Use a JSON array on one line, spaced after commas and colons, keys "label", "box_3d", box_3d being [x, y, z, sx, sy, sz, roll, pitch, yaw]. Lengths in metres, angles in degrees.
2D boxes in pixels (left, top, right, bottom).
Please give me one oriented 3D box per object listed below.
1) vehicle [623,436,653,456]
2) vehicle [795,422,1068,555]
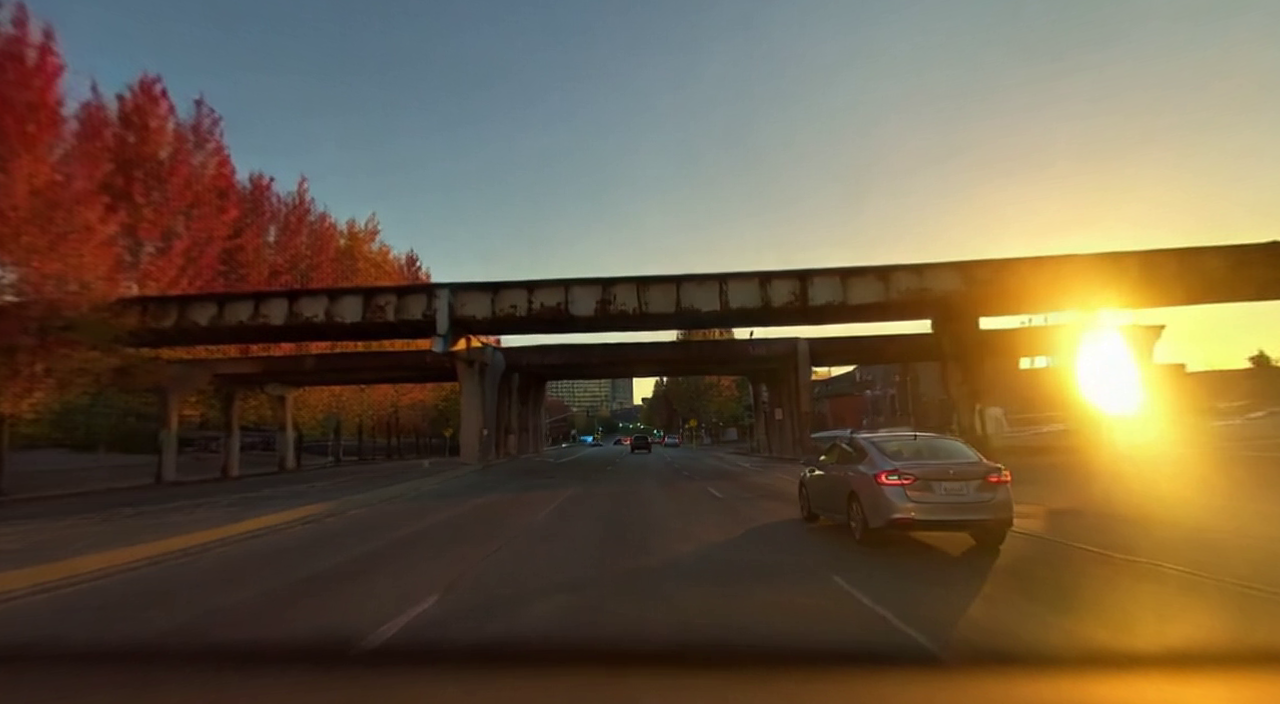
[{"label": "vehicle", "box_3d": [-0.197, 7.295, 48.961, 2.055, 1.484, 4.143, 1, -9, -5]}, {"label": "vehicle", "box_3d": [3.972, 1.954, 9.663, 2.063, 1.542, 4.420, 0, -9, 0]}]
